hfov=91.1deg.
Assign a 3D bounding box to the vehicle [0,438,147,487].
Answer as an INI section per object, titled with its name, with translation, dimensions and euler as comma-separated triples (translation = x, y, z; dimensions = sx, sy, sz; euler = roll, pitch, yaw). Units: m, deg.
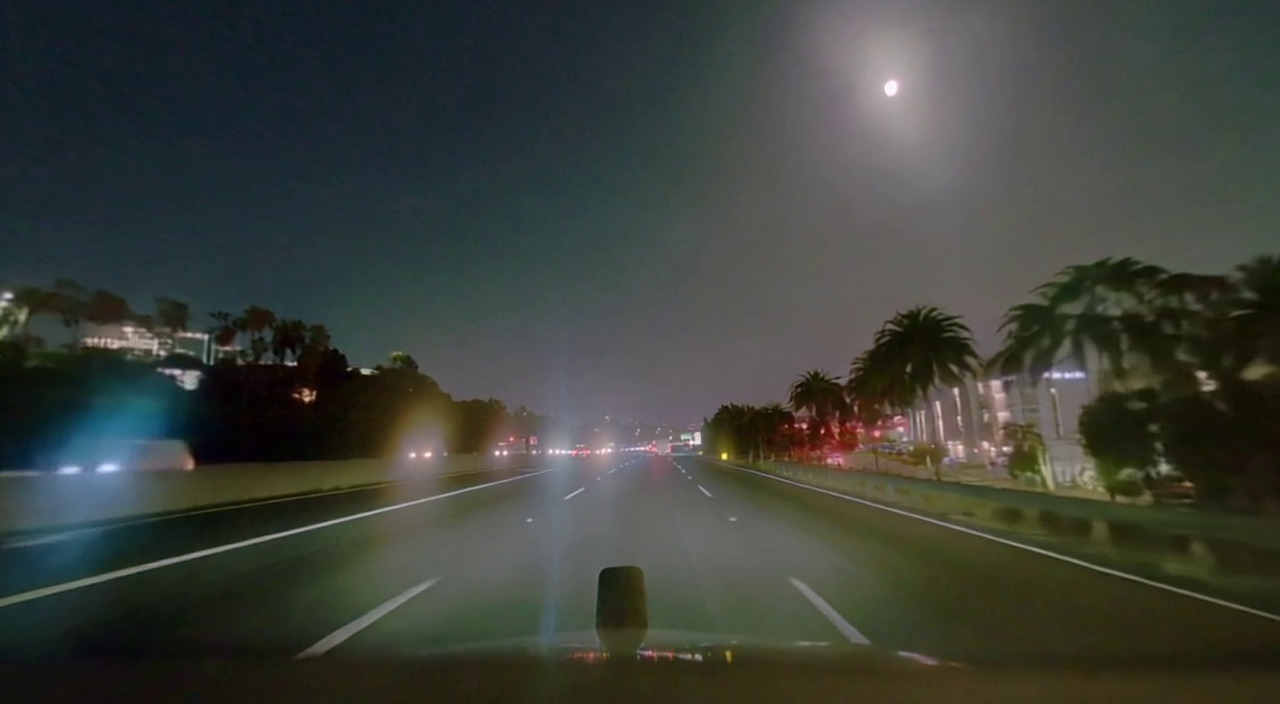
[vehicle]
translation = -27.046, 5.147, 29.790
dimensions = 2.351, 2.059, 5.907
euler = -1, -8, 2
